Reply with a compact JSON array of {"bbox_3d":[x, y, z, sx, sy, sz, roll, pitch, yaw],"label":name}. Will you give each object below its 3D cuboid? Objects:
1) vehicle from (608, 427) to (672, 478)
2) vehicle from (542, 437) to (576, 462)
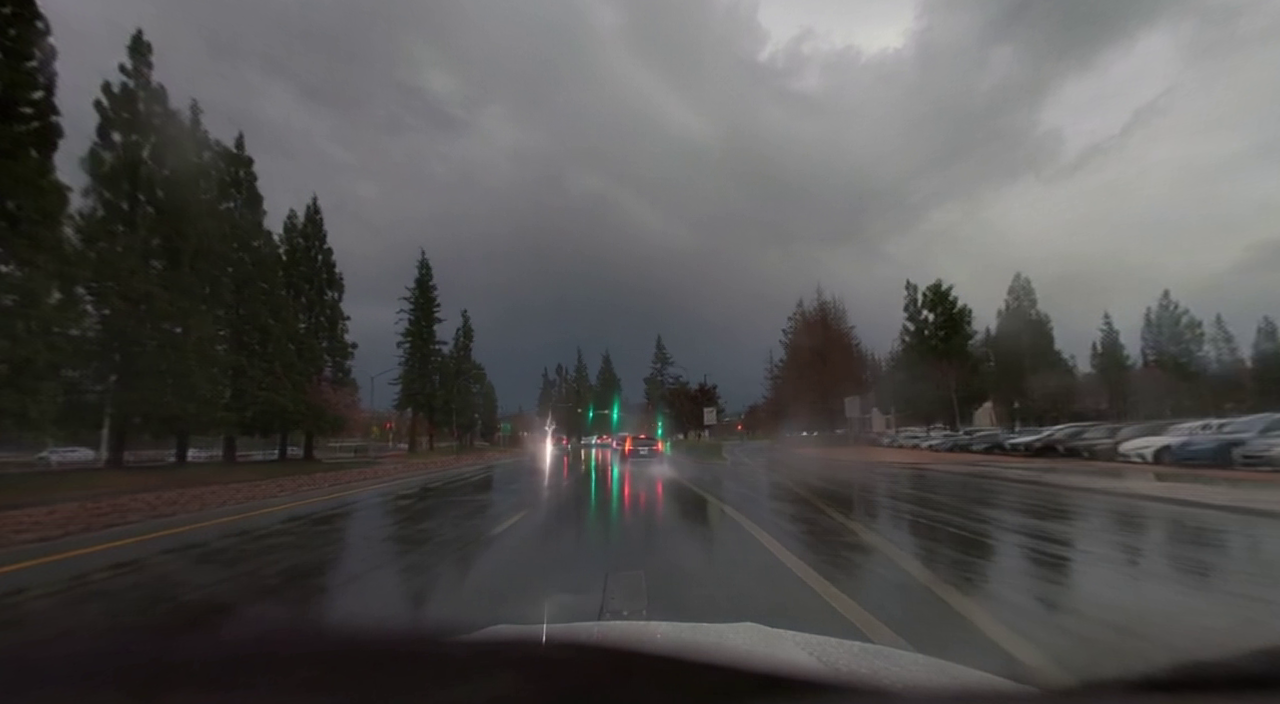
[{"bbox_3d":[-0.067,3.673,23.128,2.135,1.691,3.884,0,-8,-2],"label":"vehicle"},{"bbox_3d":[-5.348,6.480,41.981,1.950,1.563,3.727,0,-8,-2],"label":"vehicle"}]
